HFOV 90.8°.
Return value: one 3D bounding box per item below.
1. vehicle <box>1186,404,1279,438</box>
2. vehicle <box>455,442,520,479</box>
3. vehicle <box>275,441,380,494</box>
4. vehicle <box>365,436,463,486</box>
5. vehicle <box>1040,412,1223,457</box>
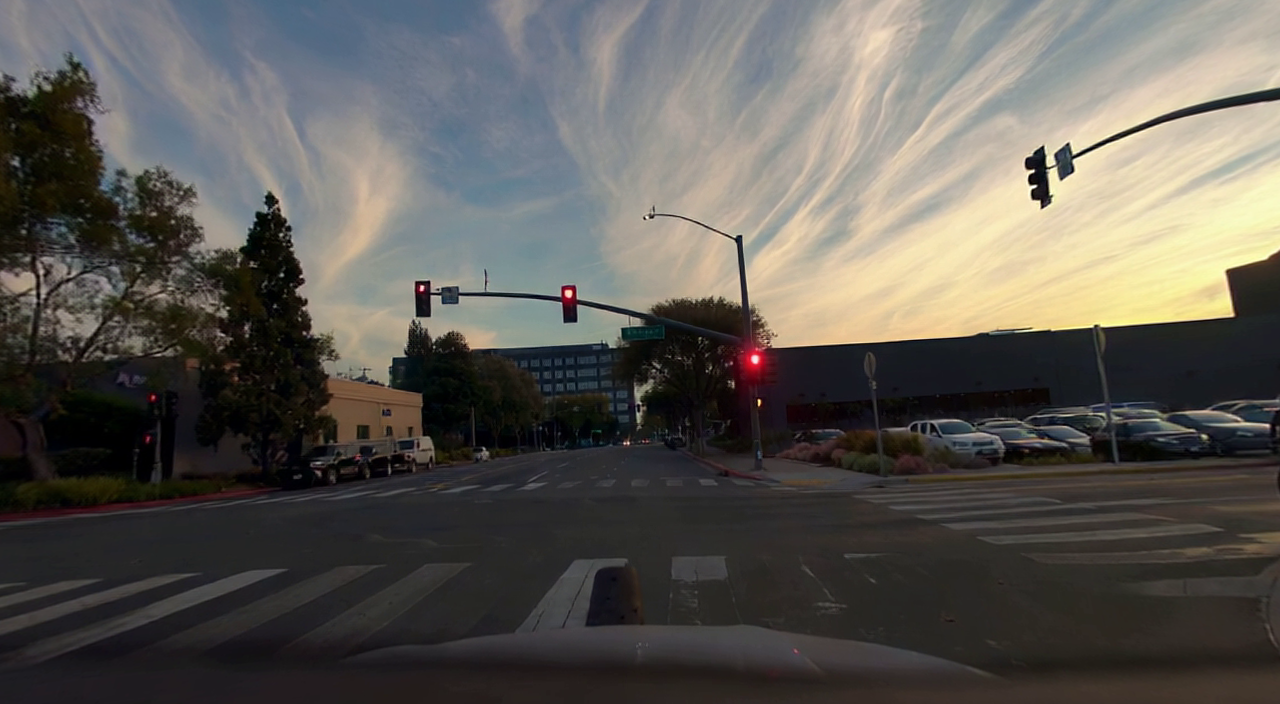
[{"bbox_3d":[34.915,4.028,36.649,4.326,1.511,1.725,-8,-9,17],"label":"vehicle"},{"bbox_3d":[-6.977,4.998,29.324,2.024,1.470,4.153,-3,-9,-1],"label":"vehicle"},{"bbox_3d":[-13.723,5.067,28.151,2.251,1.957,4.968,-4,-9,-1],"label":"vehicle"},{"bbox_3d":[-10.166,4.960,29.060,2.475,1.940,5.702,-3,-9,0],"label":"vehicle"},{"bbox_3d":[16.955,2.906,22.094,4.560,1.453,1.851,-3,-9,18],"label":"vehicle"}]
